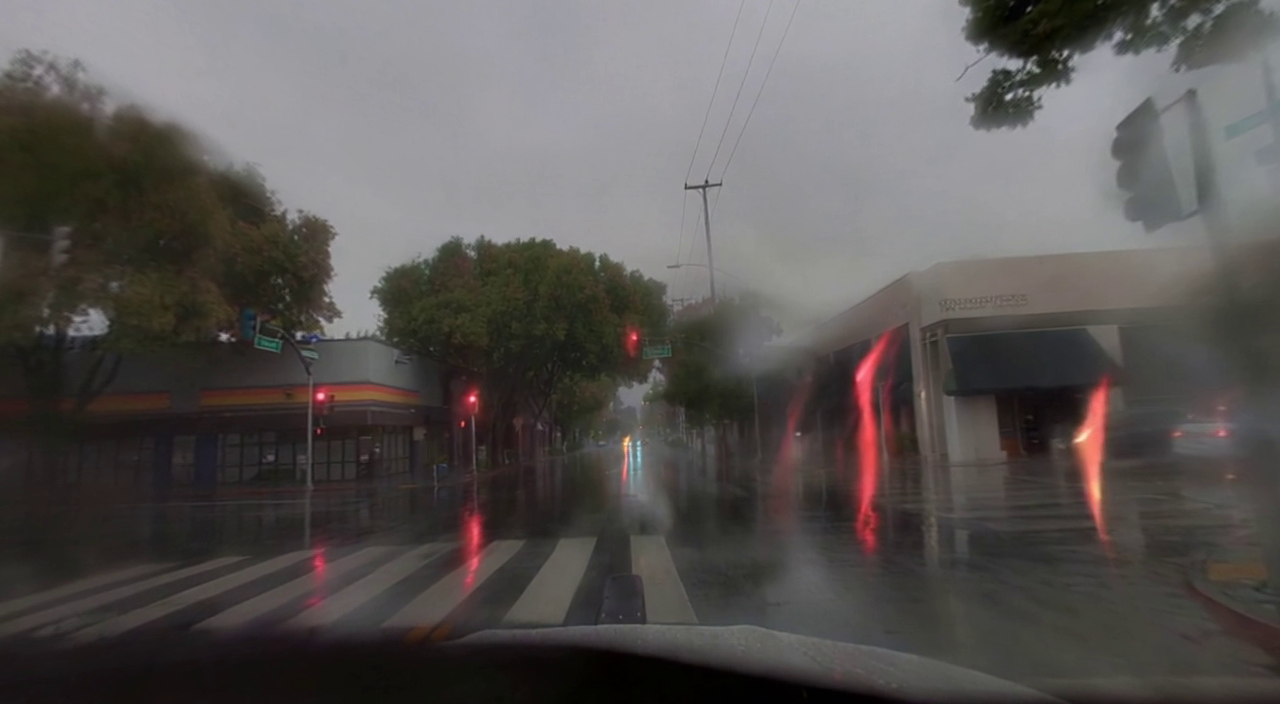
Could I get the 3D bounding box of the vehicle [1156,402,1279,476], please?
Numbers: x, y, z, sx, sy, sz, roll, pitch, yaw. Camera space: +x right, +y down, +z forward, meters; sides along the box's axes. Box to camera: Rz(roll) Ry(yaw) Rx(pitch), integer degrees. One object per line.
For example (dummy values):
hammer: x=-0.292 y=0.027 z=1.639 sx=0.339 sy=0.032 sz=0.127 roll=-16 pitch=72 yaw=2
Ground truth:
vehicle: x=14.440 y=1.907 z=13.806 sx=4.632 sy=1.484 sz=1.907 roll=0 pitch=-8 yaw=-1
